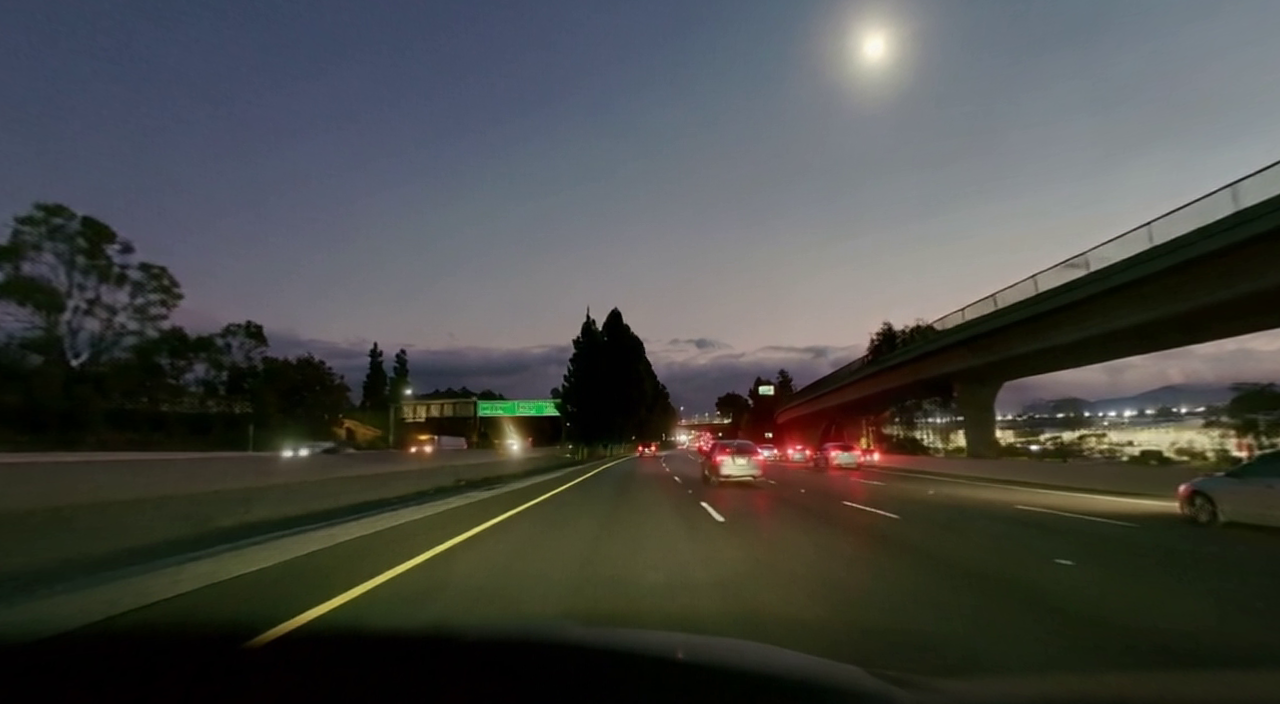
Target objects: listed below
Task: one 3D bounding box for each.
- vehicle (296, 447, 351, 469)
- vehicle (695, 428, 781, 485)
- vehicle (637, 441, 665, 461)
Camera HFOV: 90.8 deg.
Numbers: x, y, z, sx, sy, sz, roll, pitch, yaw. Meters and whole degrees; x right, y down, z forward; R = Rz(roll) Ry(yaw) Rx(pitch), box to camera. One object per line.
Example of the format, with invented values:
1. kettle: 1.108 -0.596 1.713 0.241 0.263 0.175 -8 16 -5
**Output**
1. vehicle: -23.164 7.748 46.437 1.750 1.472 4.460 0 -9 -1
2. vehicle: 3.309 3.659 22.445 2.226 1.779 4.835 0 -9 -1
3. vehicle: 0.859 7.691 49.023 2.046 1.475 3.784 0 -8 1
